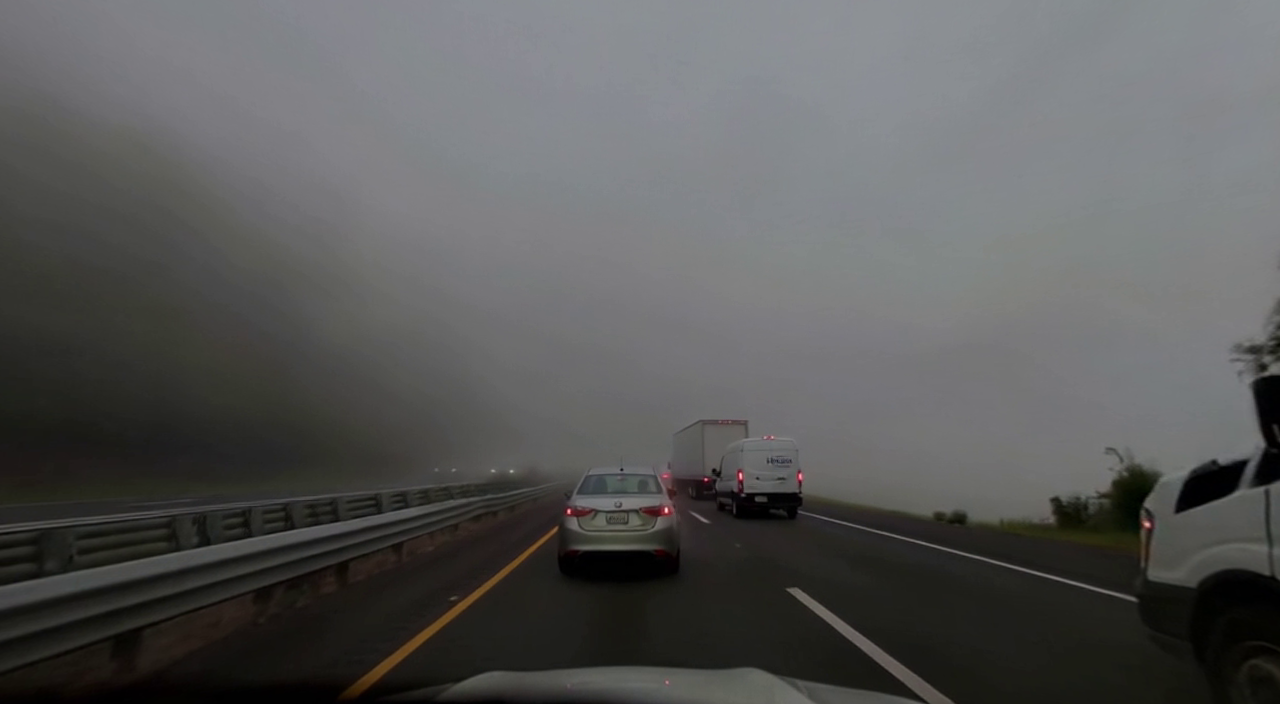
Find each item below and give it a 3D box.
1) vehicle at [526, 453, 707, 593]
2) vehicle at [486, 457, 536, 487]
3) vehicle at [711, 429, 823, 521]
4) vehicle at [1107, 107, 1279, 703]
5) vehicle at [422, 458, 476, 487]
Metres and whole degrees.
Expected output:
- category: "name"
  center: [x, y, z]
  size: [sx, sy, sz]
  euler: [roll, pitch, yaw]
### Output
- category: "vehicle"
  center: [-0.290, 2.209, 8.692]
  size: [1.980, 1.493, 3.410]
  euler: [1, -11, -1]
- category: "vehicle"
  center: [-7.465, 7.018, 36.930]
  size: [2.069, 1.628, 4.479]
  euler: [1, -11, -1]
- category: "vehicle"
  center: [3.876, 3.961, 20.481]
  size: [2.328, 2.537, 5.290]
  euler: [1, -11, -2]
- category: "vehicle"
  center: [5.540, -0.290, 0.608]
  size: [2.890, 3.726, 9.269]
  euler: [1, -11, 0]
- category: "vehicle"
  center: [-10.850, 6.915, 36.153]
  size: [1.872, 1.510, 4.266]
  euler: [1, -11, -2]
